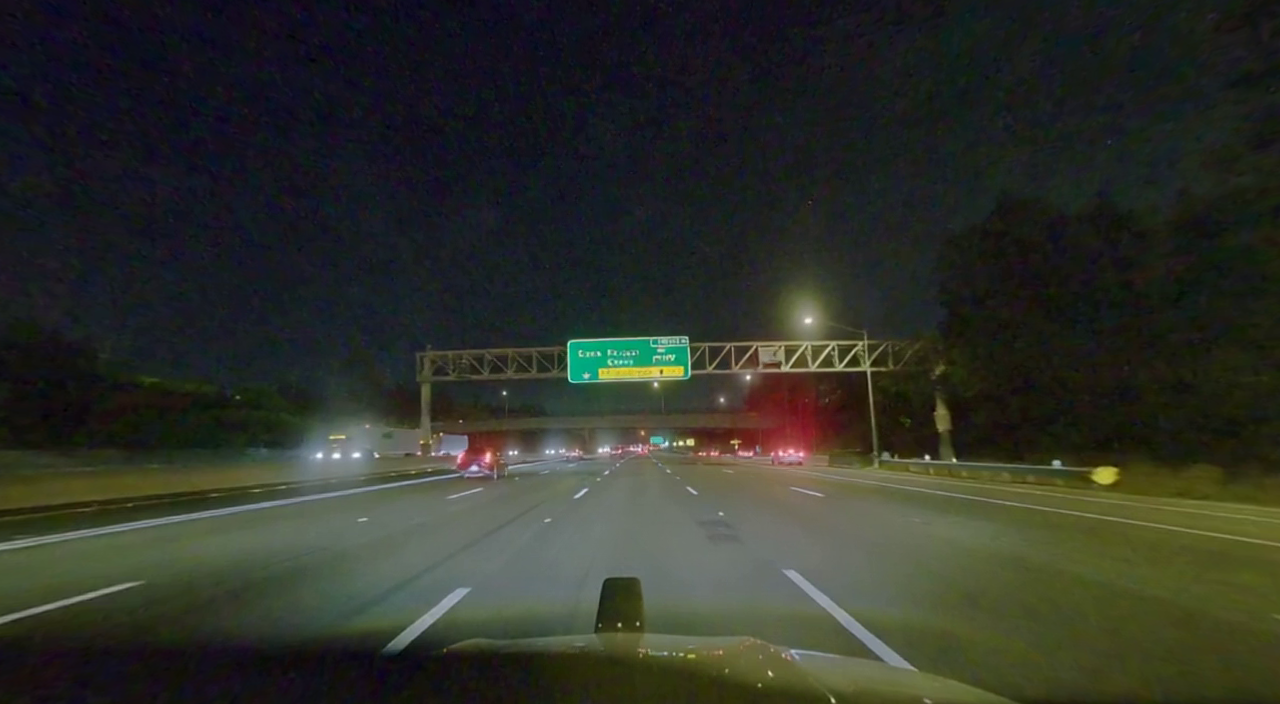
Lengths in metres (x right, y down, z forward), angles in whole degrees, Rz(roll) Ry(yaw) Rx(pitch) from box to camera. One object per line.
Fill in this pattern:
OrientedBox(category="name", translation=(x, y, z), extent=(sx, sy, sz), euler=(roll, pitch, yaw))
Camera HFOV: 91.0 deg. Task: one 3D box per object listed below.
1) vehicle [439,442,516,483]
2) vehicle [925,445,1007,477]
OrientedBox(category="vehicle", translation=(-6.505, 4.455, 25.688), extent=(1.985, 1.513, 4.172), euler=(0, -9, 1))
OrientedBox(category="vehicle", translation=(17.692, 5.918, 34.468), extent=(2.012, 1.601, 4.565), euler=(0, -9, 0))
